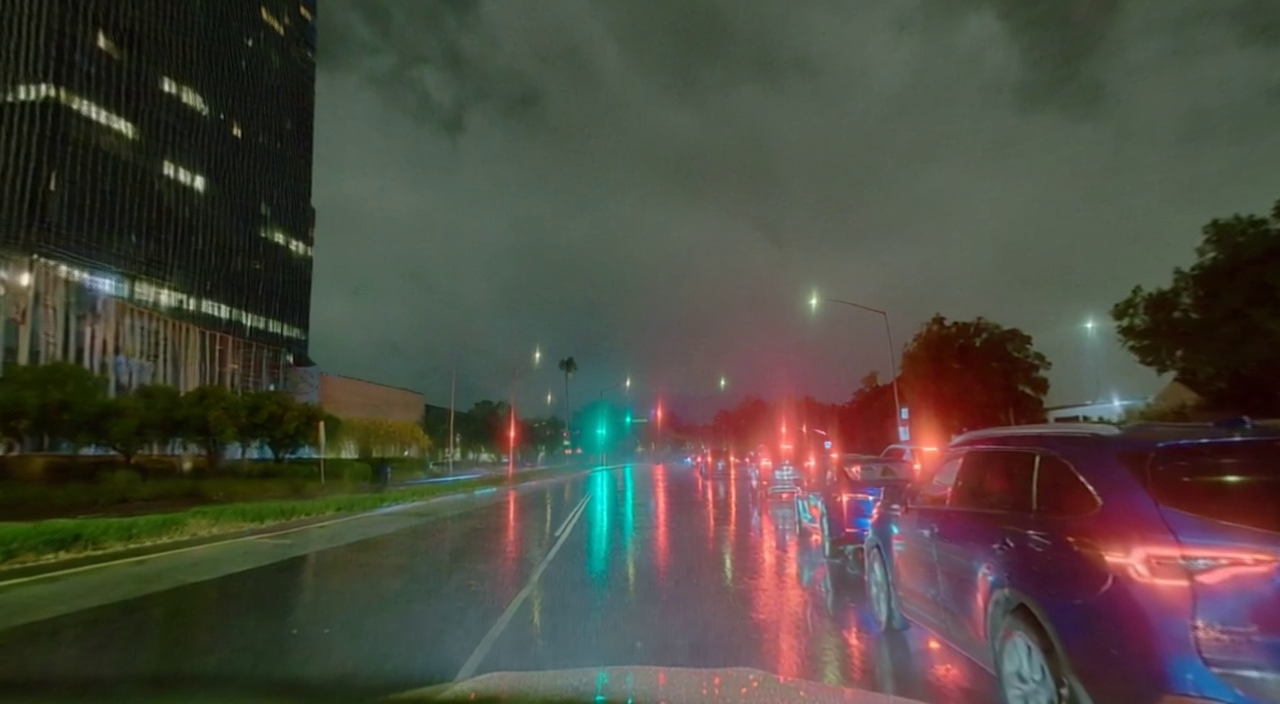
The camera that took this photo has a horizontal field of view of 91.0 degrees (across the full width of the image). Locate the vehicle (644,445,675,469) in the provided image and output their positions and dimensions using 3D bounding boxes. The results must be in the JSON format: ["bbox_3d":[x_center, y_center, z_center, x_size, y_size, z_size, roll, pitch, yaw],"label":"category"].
[{"bbox_3d":[1.549,8.146,49.152,2.121,1.728,4.161,-1,-9,5],"label":"vehicle"}]

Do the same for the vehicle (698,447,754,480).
[{"bbox_3d":[4.257,5.597,31.813,2.183,1.553,3.923,0,-9,-2],"label":"vehicle"}]

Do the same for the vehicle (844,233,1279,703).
[{"bbox_3d":[2.475,0.968,3.157,2.092,1.703,4.870,-2,-9,11],"label":"vehicle"}]
